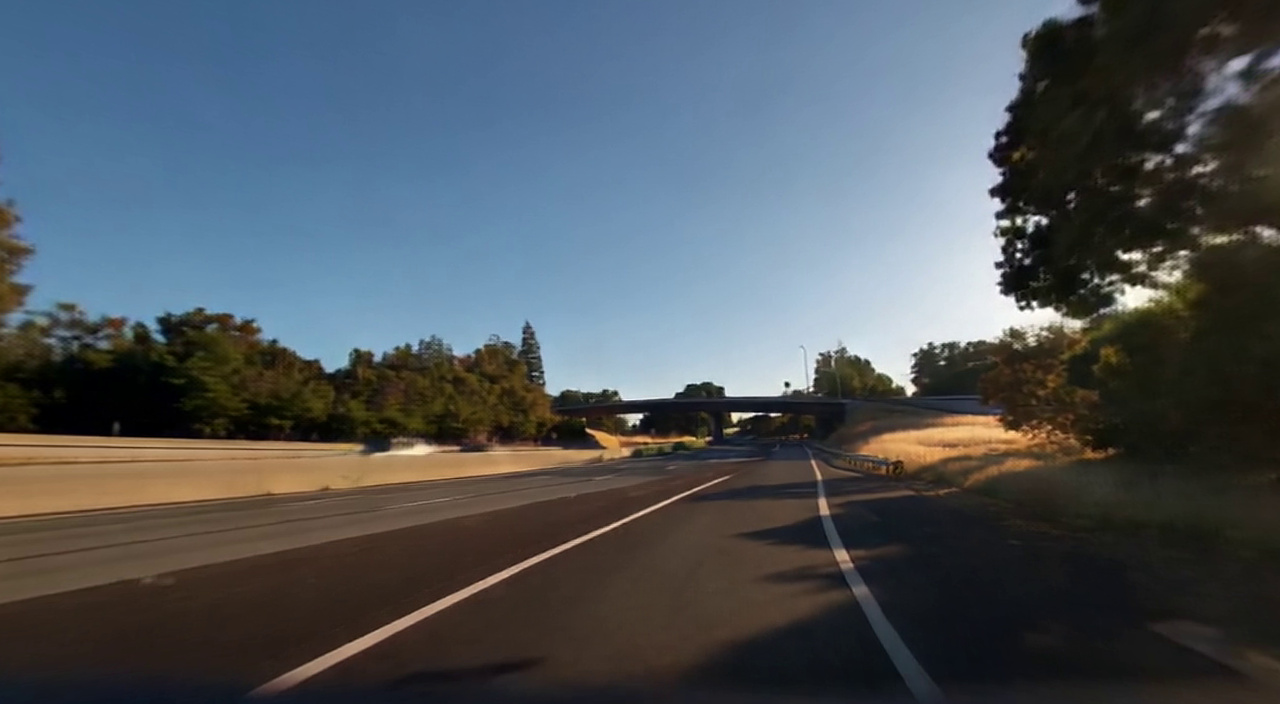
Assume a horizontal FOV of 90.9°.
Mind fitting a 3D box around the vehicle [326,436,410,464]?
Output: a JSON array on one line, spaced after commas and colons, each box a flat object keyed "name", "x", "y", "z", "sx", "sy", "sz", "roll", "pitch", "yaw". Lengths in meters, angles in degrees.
[{"name": "vehicle", "x": -15.283, "y": 5.530, "z": 35.654, "sx": 1.919, "sy": 1.484, "sz": 4.248, "roll": -3, "pitch": -9, "yaw": 19}]
